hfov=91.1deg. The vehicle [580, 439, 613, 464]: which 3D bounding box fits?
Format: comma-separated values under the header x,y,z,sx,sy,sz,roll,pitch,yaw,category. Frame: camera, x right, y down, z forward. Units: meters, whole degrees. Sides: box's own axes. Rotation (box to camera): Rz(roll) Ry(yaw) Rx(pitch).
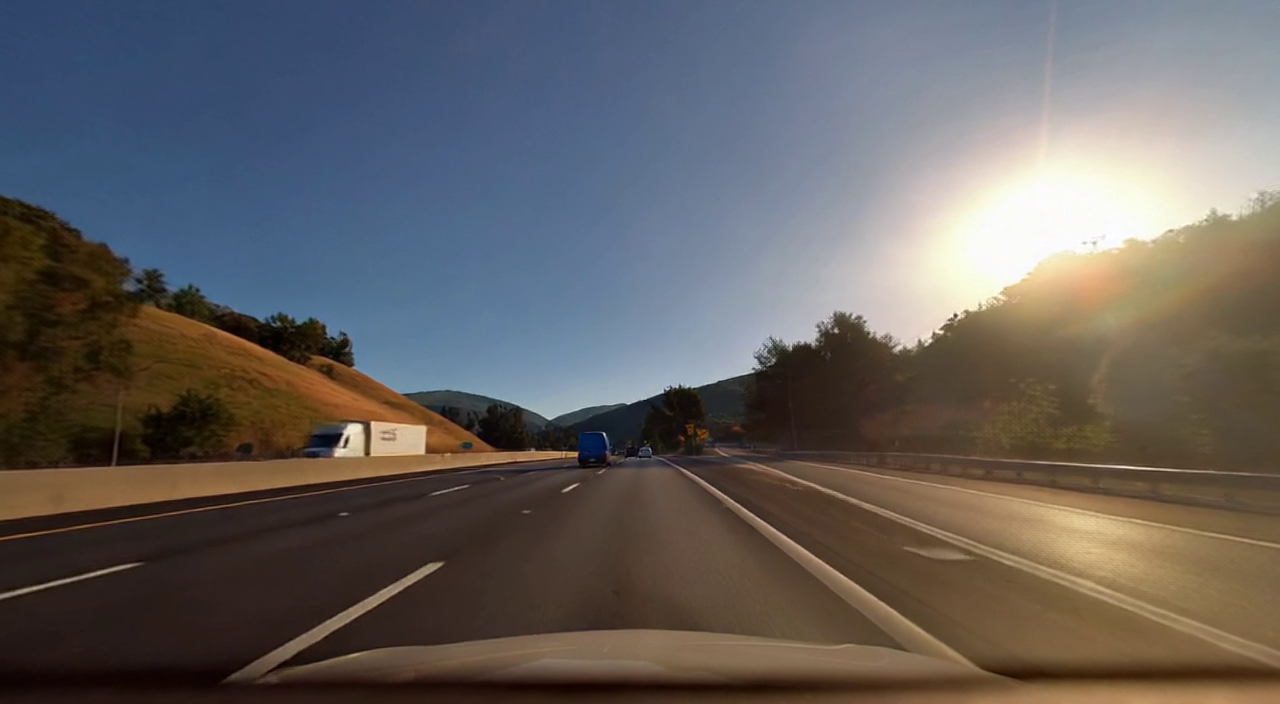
x,y,z,sx,sy,sz,roll,pitch,yaw,category
-3.325,7.676,48.548,2.169,1.849,4.639,0,-8,1,vehicle
